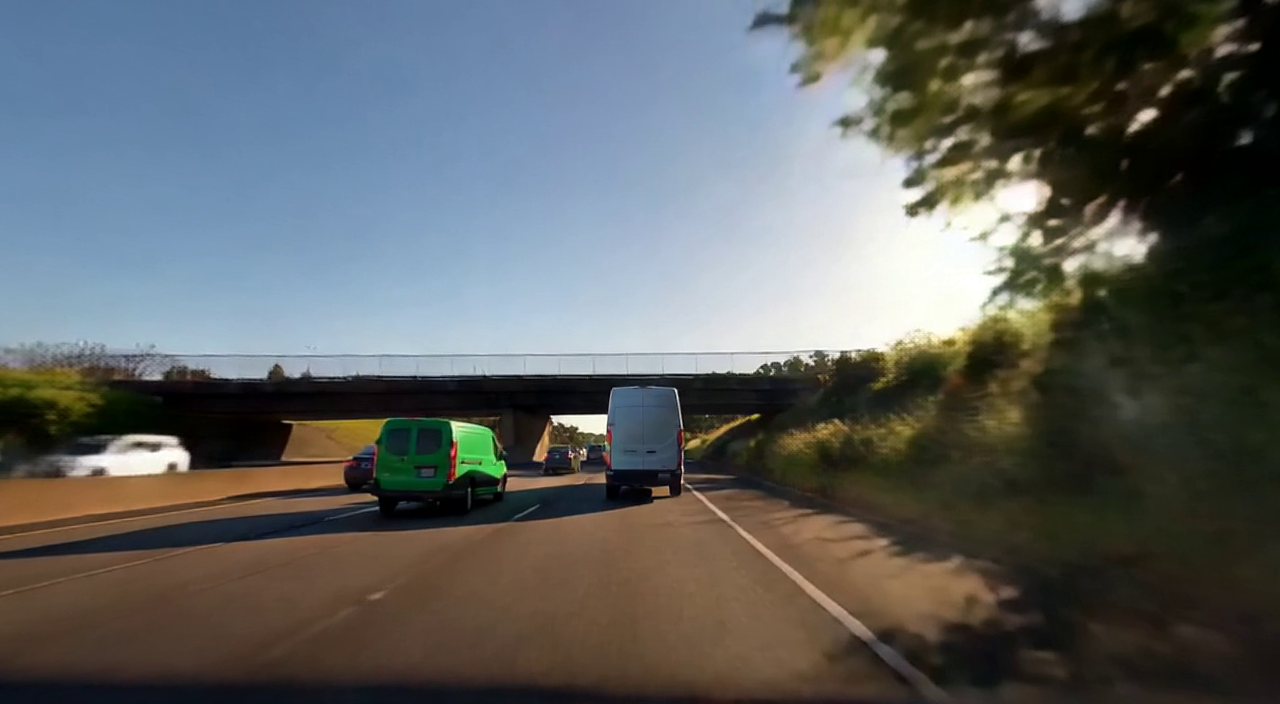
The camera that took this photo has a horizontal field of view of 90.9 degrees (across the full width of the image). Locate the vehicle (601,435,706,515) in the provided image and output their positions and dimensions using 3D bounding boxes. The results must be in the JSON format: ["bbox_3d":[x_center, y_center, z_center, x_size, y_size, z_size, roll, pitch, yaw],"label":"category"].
[{"bbox_3d":[0.251,2.634,13.832,1.991,1.507,3.391,0,-9,0],"label":"vehicle"}]

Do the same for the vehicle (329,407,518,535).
[{"bbox_3d":[-3.622,2.081,11.437,1.951,1.882,3.979,0,-9,0],"label":"vehicle"}]

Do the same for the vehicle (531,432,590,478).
[{"bbox_3d":[-3.437,4.582,28.063,2.068,1.862,4.234,0,-9,0],"label":"vehicle"}]

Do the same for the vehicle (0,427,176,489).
[{"bbox_3d":[-18.734,3.603,21.535,2.077,1.868,4.734,0,-9,0],"label":"vehicle"}]

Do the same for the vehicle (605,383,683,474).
[{"bbox_3d":[0.451,4.648,35.915,3.289,3.822,18.653,0,-9,2],"label":"vehicle"}]
